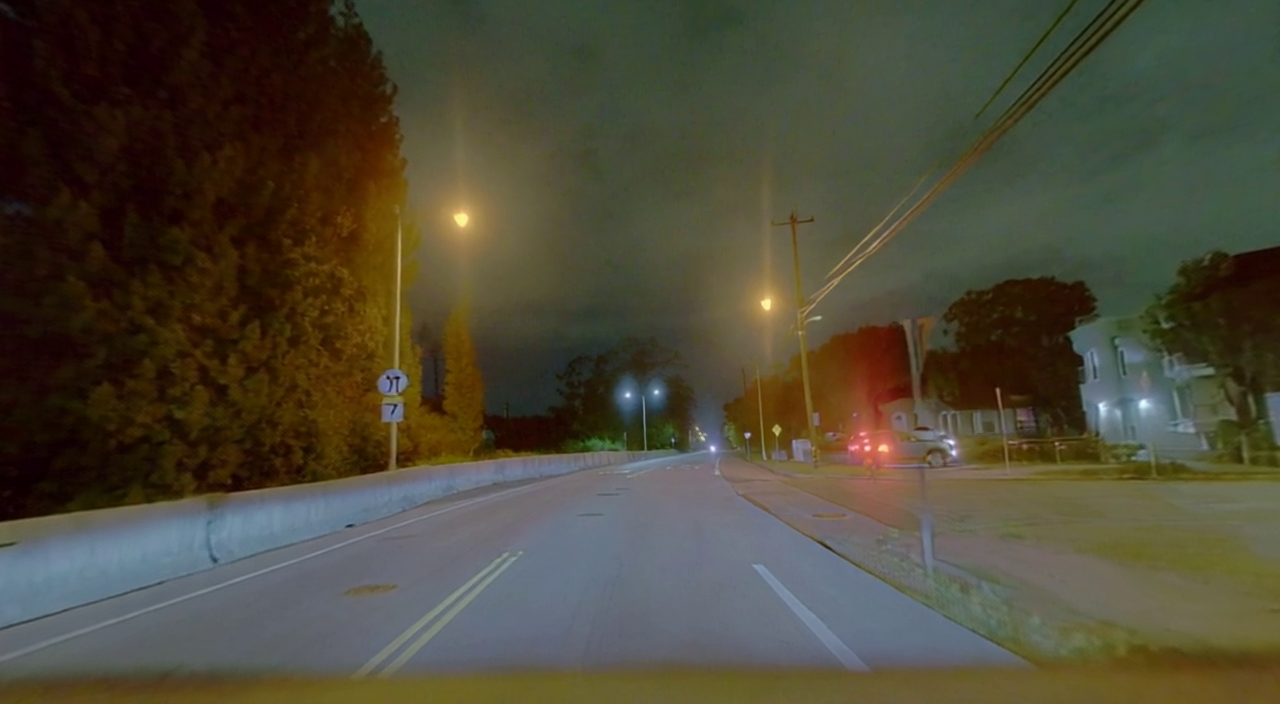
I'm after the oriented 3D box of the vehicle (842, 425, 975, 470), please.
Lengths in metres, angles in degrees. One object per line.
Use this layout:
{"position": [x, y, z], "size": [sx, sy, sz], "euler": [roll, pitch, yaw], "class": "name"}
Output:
{"position": [10.972, 3.951, 26.082], "size": [4.614, 1.764, 1.860], "euler": [-1, -9, 6], "class": "vehicle"}
